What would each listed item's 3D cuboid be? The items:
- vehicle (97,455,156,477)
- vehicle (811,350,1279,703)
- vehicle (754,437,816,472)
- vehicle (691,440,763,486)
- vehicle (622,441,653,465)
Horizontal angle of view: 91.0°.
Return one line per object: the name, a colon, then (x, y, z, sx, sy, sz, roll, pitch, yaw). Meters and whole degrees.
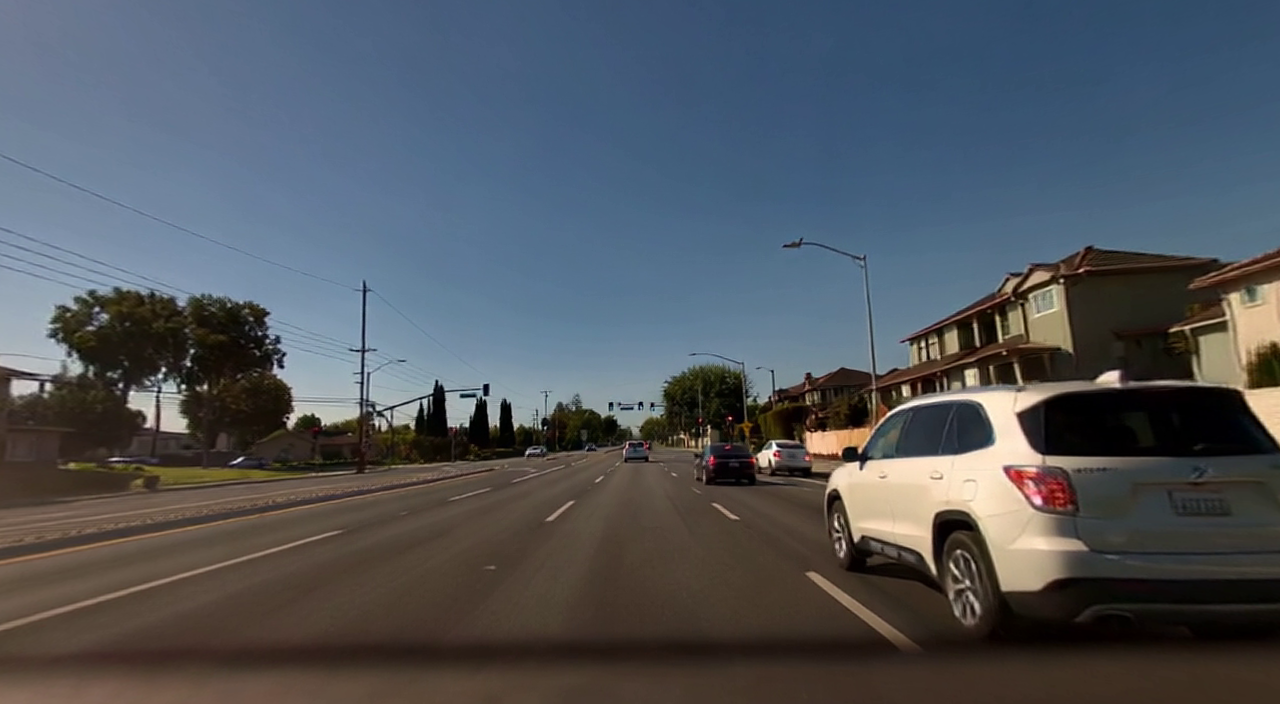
vehicle: (-38.437, 8.488, 47.069, 4.260, 1.501, 1.892, -5, -10, 30)
vehicle: (3.170, 1.199, 5.272, 2.129, 1.761, 4.610, 0, -8, 0)
vehicle: (7.596, 5.424, 33.486, 2.172, 1.745, 4.608, 0, -8, 0)
vehicle: (2.964, 3.886, 22.332, 1.889, 1.451, 4.180, 0, -8, -1)
vehicle: (-0.205, 7.271, 45.488, 2.146, 1.685, 4.003, 0, -8, 0)
